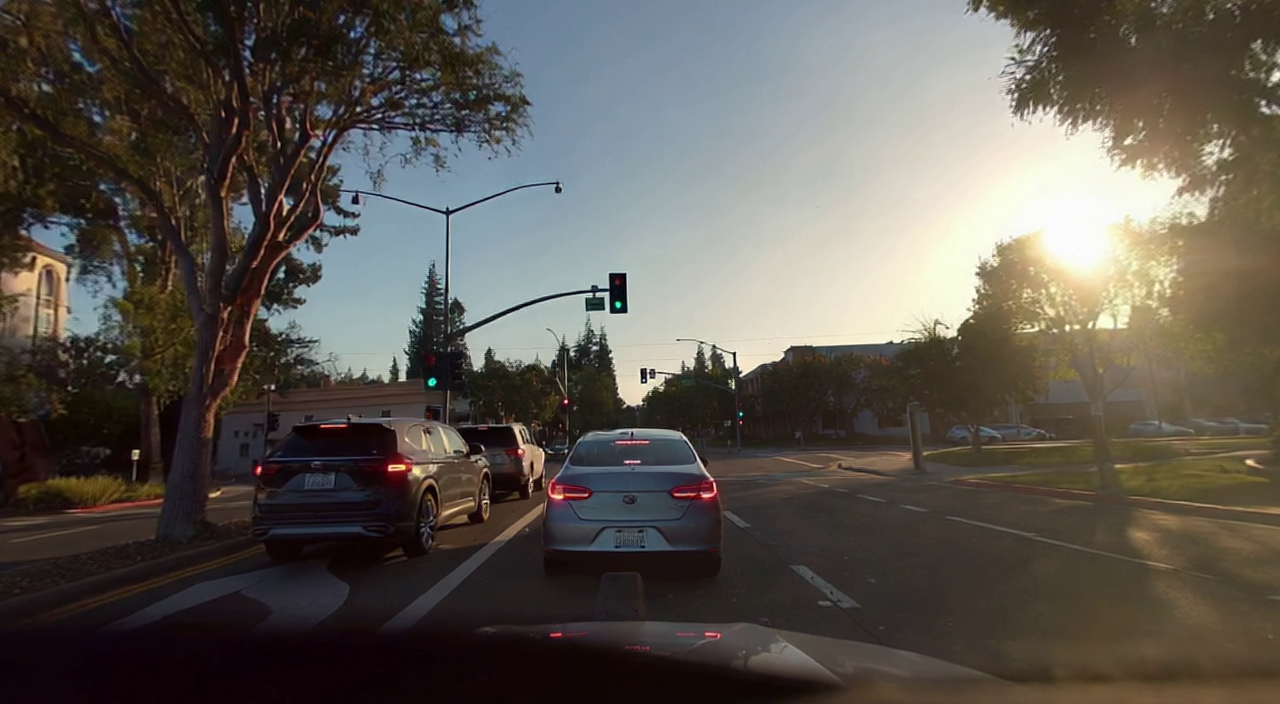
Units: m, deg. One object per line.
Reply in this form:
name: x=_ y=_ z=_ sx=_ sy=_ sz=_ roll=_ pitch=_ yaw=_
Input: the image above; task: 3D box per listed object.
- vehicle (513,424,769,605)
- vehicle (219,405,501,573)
vehicle: x=-0.046 y=1.646 z=7.307 sx=2.126 sy=1.475 sz=3.967 roll=0 pitch=-8 yaw=-2
vehicle: x=-3.420 y=1.755 z=8.834 sx=2.046 sy=1.751 sz=4.208 roll=0 pitch=-8 yaw=-1
